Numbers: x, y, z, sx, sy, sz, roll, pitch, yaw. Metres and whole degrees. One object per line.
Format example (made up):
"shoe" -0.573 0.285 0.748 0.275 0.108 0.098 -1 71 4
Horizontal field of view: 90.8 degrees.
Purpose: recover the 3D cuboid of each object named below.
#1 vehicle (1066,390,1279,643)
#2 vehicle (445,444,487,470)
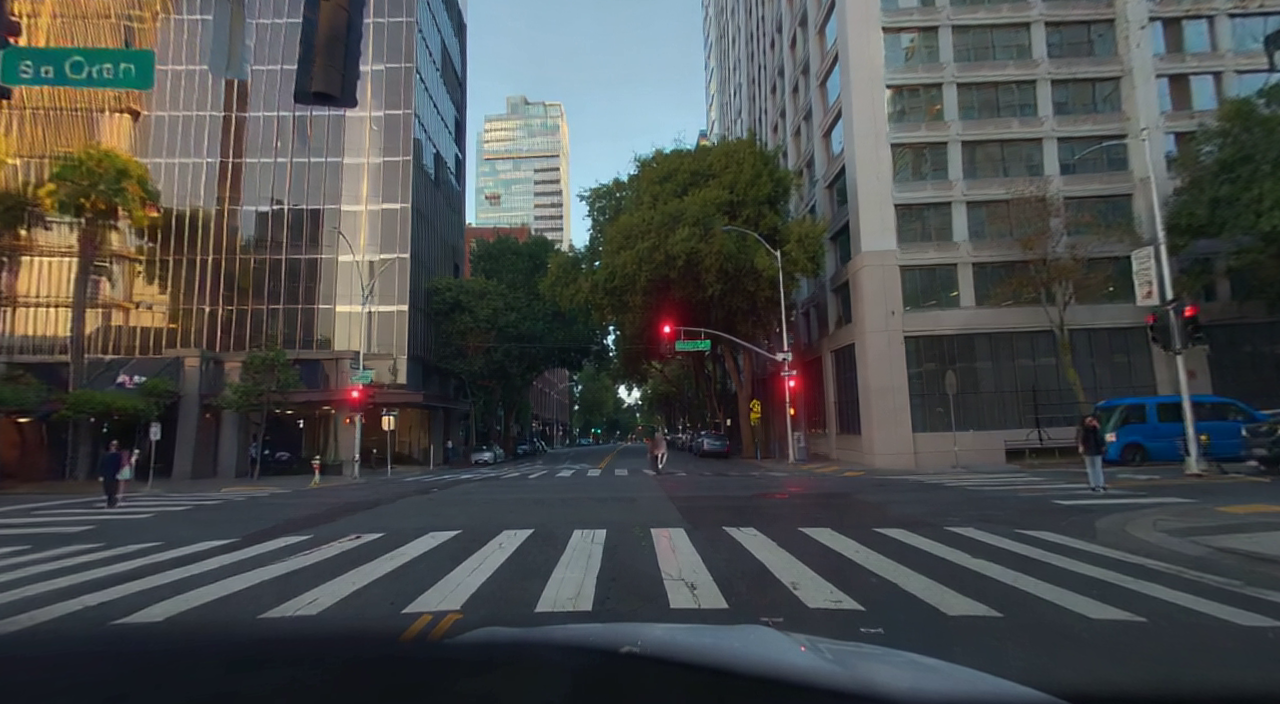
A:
"vehicle" 5.654 1.135 4.240 2.070 1.804 4.881 0 -8 -1
"vehicle" -12.428 7.504 45.385 1.935 1.639 4.244 -3 -8 -2
